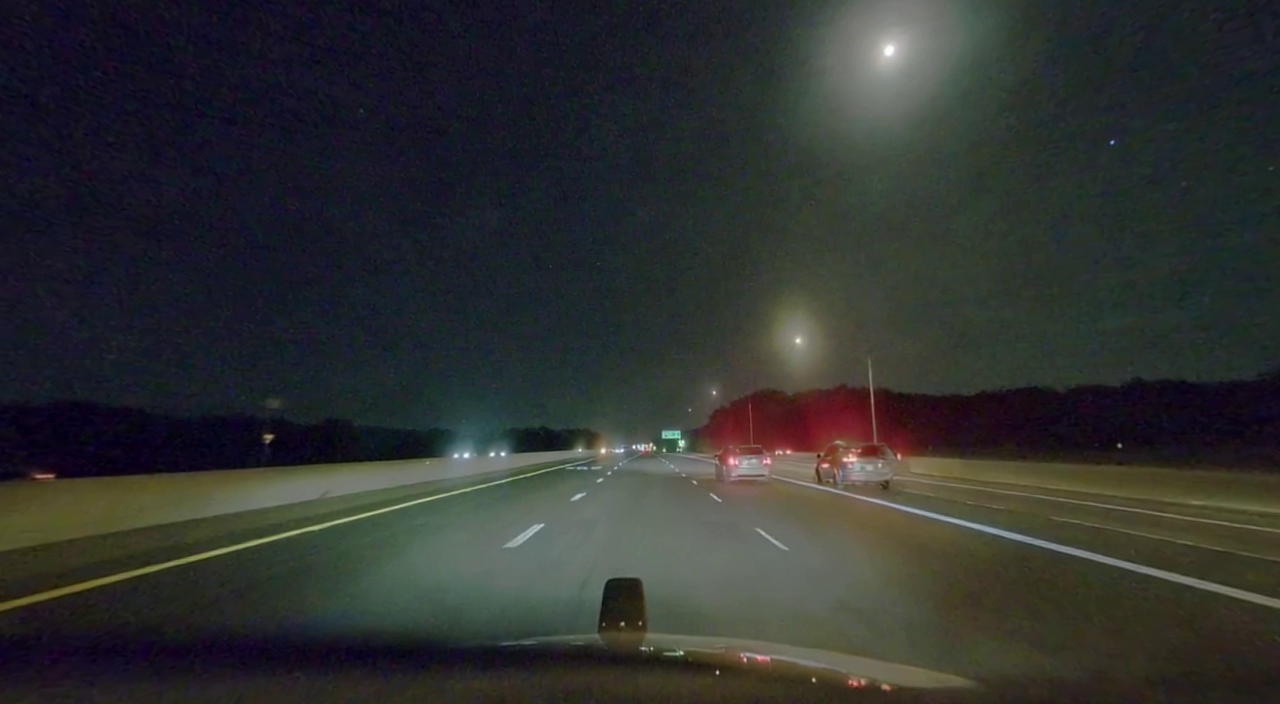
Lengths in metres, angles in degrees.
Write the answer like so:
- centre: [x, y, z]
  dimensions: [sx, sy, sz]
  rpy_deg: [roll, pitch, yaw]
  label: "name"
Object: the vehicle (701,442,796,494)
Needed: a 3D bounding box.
- centre: [3.362, 3.707, 20.594]
  dimensions: [2.193, 1.462, 4.533]
  rpy_deg: [0, -8, -1]
  label: "vehicle"
